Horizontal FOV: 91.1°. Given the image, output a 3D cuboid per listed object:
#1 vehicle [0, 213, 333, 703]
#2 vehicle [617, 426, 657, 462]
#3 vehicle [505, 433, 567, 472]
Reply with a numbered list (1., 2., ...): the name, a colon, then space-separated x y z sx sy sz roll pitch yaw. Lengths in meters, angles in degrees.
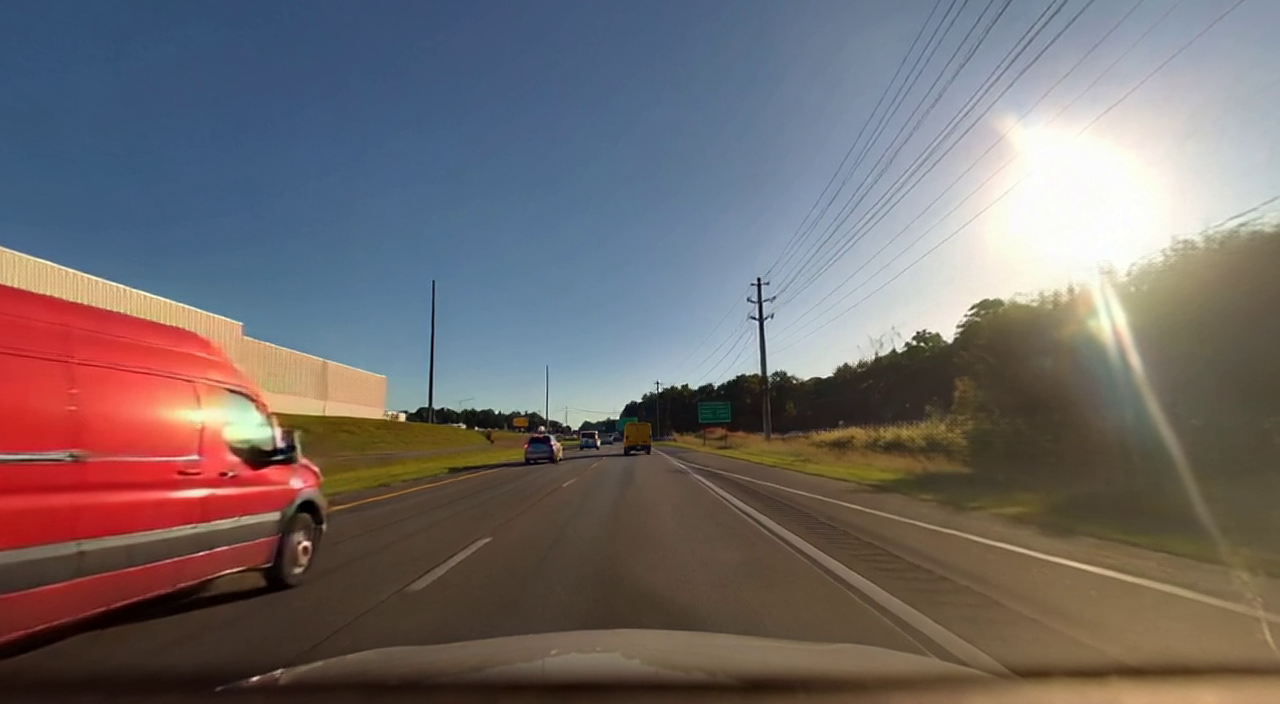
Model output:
1. vehicle: -4.136 0.607 3.070 2.388 2.410 5.787 0 -8 -1
2. vehicle: -0.198 5.470 37.471 2.213 1.997 4.456 0 -8 -1
3. vehicle: -4.505 4.399 27.860 2.058 1.557 4.125 0 -8 0
